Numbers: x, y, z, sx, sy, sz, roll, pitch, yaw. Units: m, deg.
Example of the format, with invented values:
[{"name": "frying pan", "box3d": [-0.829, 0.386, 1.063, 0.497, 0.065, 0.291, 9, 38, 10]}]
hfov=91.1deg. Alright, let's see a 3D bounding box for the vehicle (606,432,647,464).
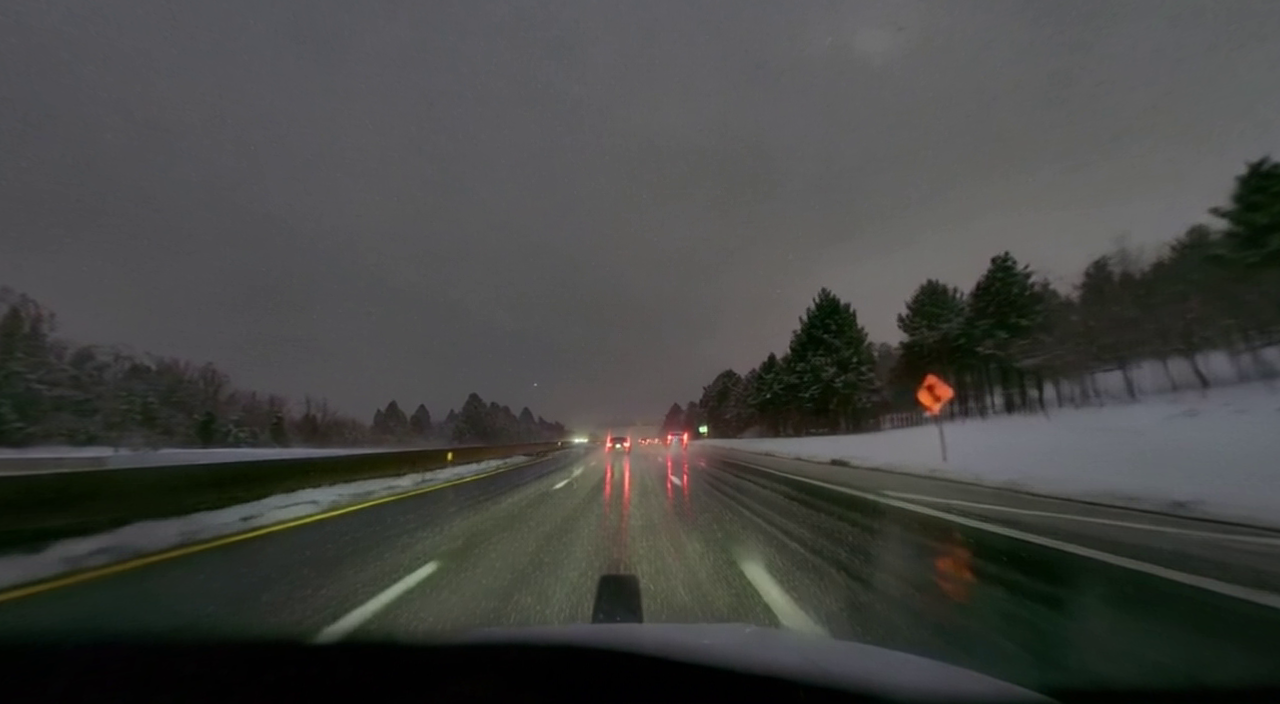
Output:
[{"name": "vehicle", "box3d": [-0.713, 5.124, 33.899, 2.039, 1.589, 4.324, 0, -8, -1]}]
